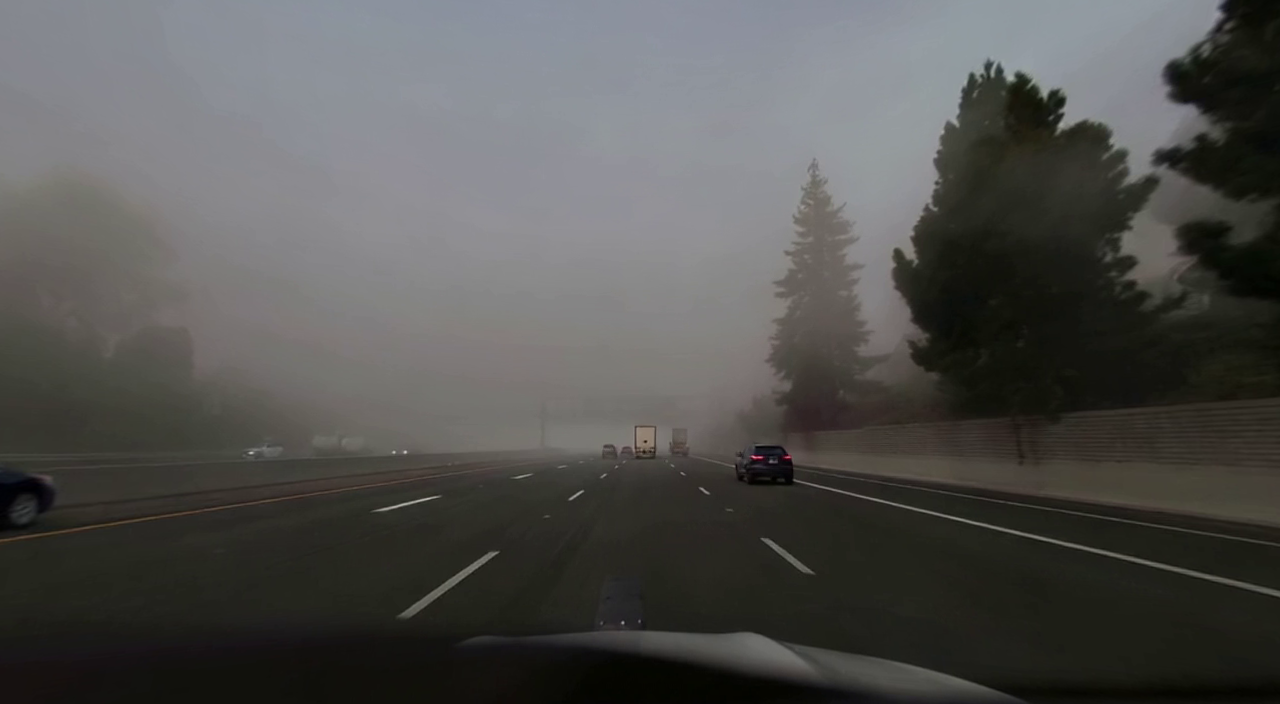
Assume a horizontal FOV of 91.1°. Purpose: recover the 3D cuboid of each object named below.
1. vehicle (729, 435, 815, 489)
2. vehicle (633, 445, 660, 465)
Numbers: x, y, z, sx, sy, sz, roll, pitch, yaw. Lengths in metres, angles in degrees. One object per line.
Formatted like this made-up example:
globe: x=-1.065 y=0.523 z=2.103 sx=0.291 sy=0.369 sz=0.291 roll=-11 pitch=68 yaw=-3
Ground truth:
vehicle: x=4.365 y=3.719 z=21.493 sx=2.046 sy=1.655 sz=4.143 roll=0 pitch=-9 yaw=0
vehicle: x=0.428 y=7.858 z=48.103 sx=1.946 sy=1.493 sz=4.083 roll=0 pitch=-9 yaw=-1
